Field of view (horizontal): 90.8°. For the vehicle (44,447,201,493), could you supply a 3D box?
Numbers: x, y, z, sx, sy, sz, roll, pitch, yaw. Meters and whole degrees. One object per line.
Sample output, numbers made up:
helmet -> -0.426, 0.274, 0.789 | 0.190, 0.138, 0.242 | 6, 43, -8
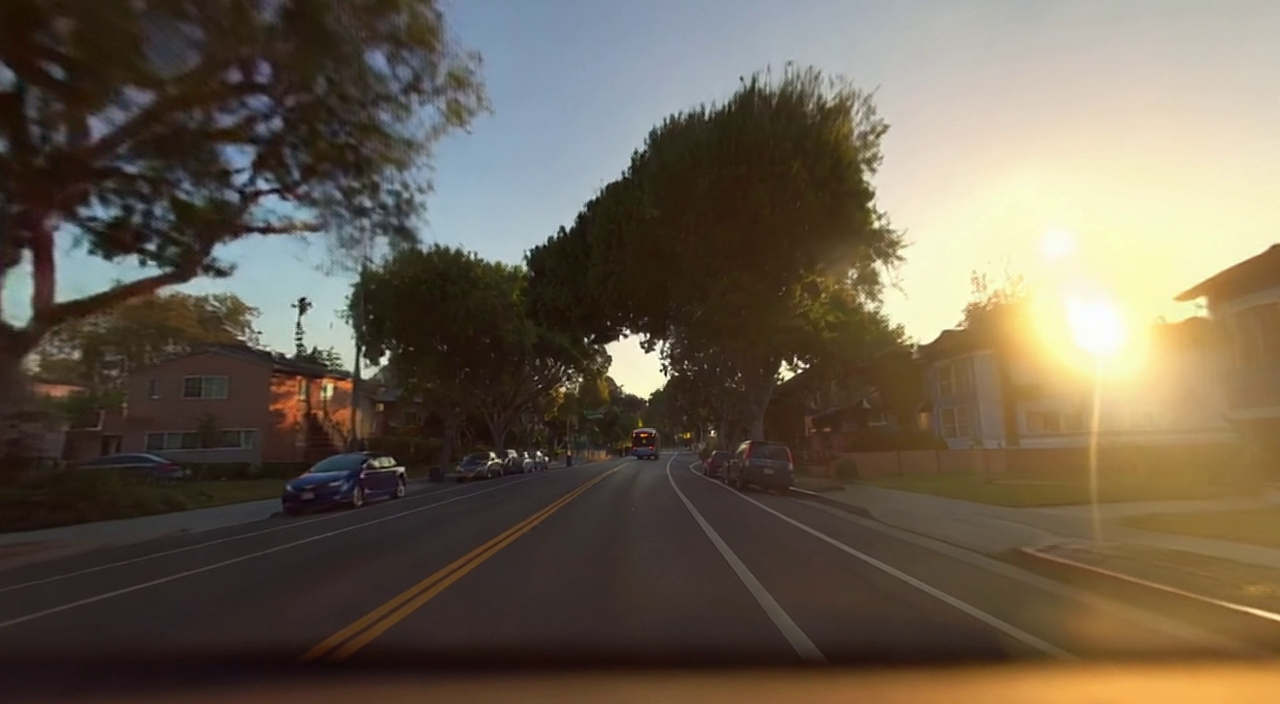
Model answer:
vehicle -> -19.801, 4.512, 24.330 | 4.197, 1.659, 2.059 | 0, -8, 0

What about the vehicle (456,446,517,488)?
vehicle -> -7.702, 5.781, 32.189 | 1.898, 1.755, 4.603 | -5, -8, 0

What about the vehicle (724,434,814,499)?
vehicle -> 4.340, 3.944, 22.080 | 2.060, 1.833, 4.927 | 5, -9, 1

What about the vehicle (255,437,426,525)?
vehicle -> -7.945, 3.398, 17.472 | 2.094, 1.840, 5.450 | -5, -8, 0
